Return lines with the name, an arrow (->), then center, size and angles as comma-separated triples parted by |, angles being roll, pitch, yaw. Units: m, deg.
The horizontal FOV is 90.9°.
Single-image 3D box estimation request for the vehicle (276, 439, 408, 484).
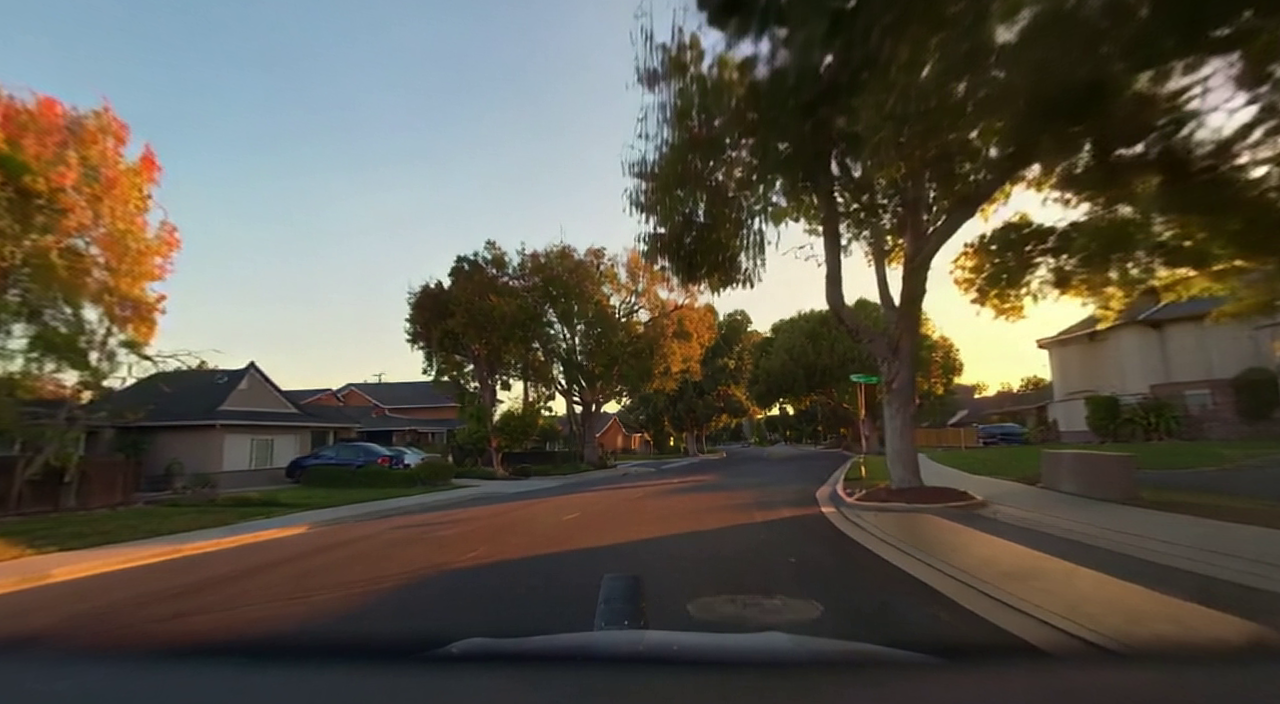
vehicle -> -11.920, 4.403, 25.604 | 4.485, 1.663, 2.111 | 2, -9, -15
